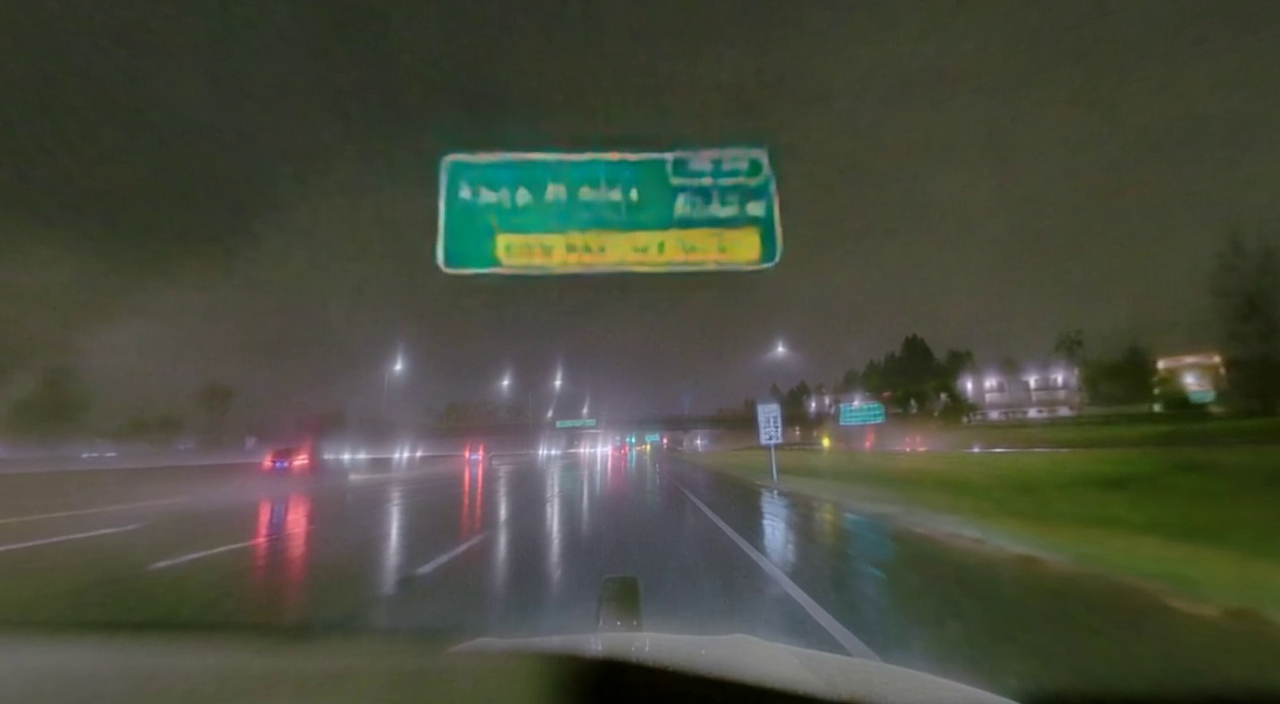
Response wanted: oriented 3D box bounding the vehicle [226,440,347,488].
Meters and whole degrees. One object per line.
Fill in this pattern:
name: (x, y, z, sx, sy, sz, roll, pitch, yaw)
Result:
vehicle: (-14.536, 4.629, 26.446, 2.049, 1.792, 5.177, 0, -9, 0)
